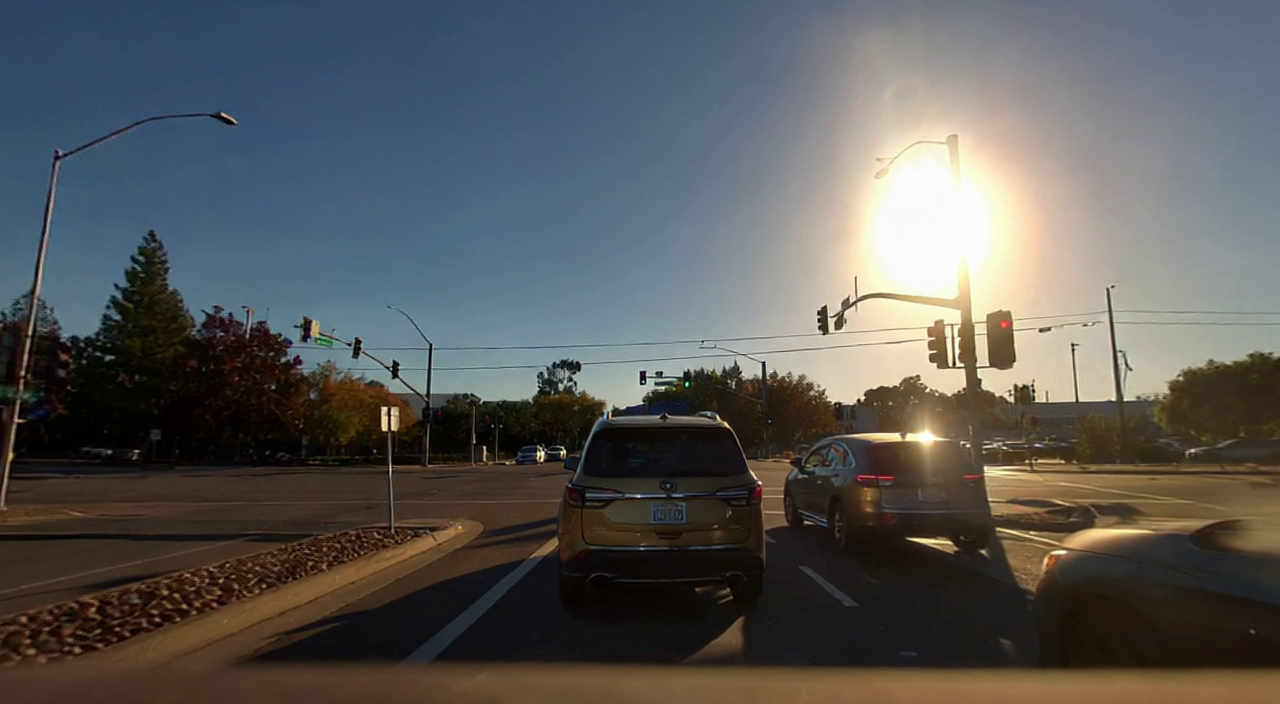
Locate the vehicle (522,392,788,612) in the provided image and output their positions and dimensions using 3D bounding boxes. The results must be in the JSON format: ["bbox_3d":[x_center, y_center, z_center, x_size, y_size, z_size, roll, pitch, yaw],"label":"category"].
[{"bbox_3d":[0.116,1.562,7.507,2.170,1.793,4.468,0,-8,0],"label":"vehicle"}]

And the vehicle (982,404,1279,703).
[{"bbox_3d":[3.152,0.858,1.750,1.924,1.466,4.461,0,-8,0],"label":"vehicle"}]

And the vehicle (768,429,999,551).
[{"bbox_3d":[3.483,2.039,10.054,1.861,1.495,4.215,0,-8,-2],"label":"vehicle"}]
